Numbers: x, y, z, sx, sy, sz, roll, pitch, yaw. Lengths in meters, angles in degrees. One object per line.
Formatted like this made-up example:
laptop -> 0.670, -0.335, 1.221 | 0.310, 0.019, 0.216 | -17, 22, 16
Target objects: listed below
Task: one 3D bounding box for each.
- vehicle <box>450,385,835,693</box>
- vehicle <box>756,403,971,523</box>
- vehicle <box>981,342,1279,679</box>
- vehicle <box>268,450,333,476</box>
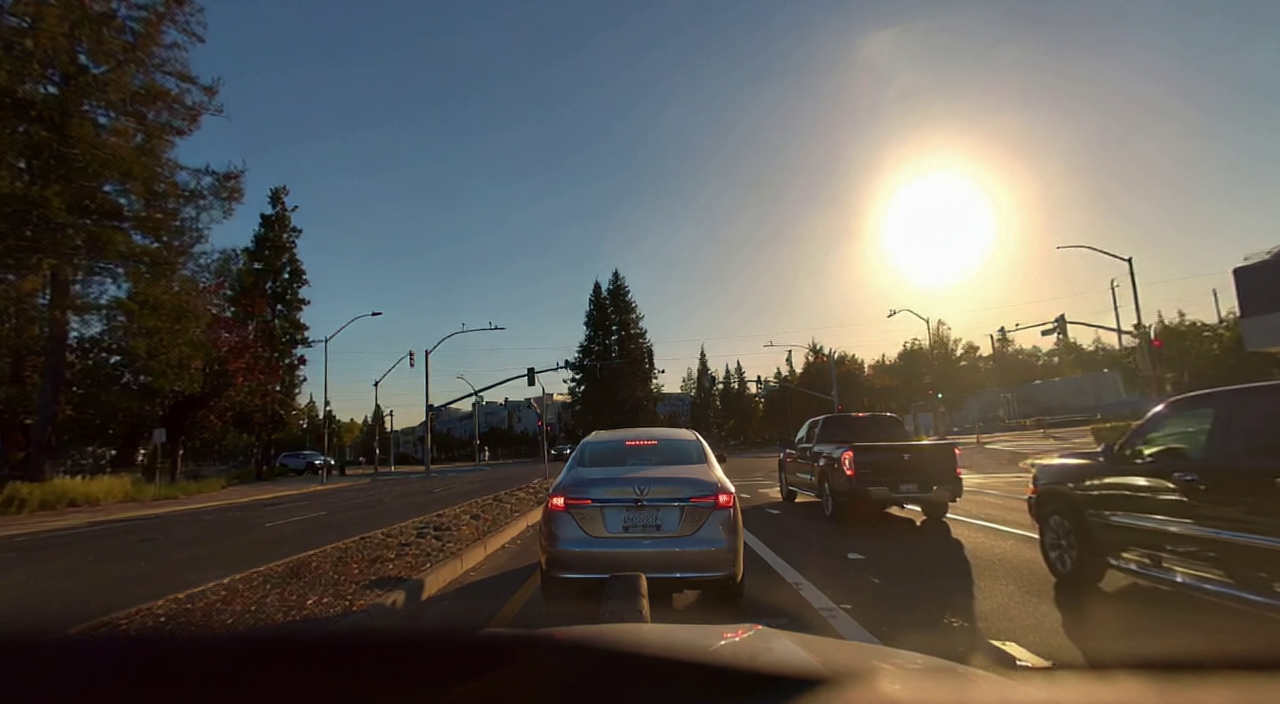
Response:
vehicle -> -0.013, 1.318, 5.539 | 2.116, 1.677, 3.948 | 0, -8, -1
vehicle -> 4.179, 2.222, 13.194 | 2.319, 1.930, 5.651 | 0, -8, -1
vehicle -> 4.480, 0.944, 4.040 | 2.019, 1.803, 4.634 | -1, -8, 1
vehicle -> -24.042, 7.840, 44.871 | 1.798, 1.706, 4.385 | -1, -8, 6
